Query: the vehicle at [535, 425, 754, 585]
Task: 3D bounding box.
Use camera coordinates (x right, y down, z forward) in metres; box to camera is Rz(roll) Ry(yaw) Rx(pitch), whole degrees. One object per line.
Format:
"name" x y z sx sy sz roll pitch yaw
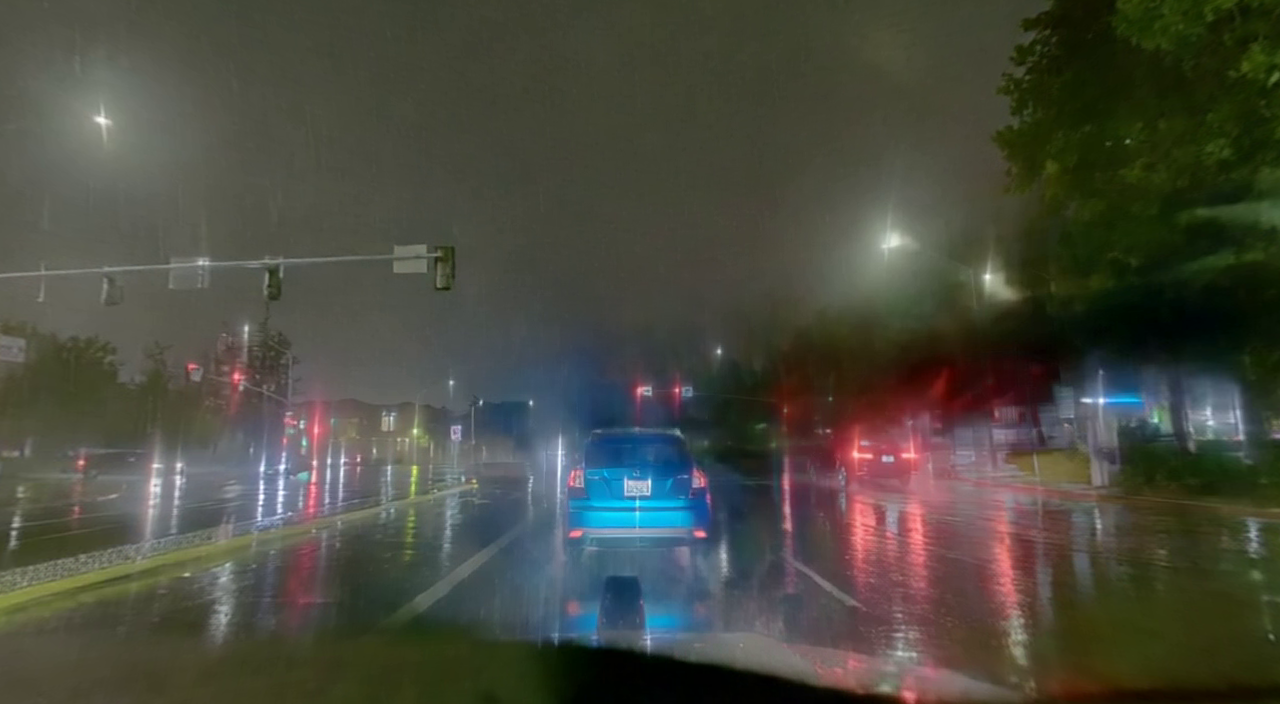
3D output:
"vehicle" -0.016 1.763 8.146 2.070 1.488 4.206 0 -8 -2

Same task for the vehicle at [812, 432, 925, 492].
"vehicle" 7.056 3.439 20.072 2.039 1.692 4.319 0 -8 1

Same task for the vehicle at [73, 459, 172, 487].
"vehicle" -32.390 7.556 39.638 4.401 1.625 1.863 0 -8 -4
